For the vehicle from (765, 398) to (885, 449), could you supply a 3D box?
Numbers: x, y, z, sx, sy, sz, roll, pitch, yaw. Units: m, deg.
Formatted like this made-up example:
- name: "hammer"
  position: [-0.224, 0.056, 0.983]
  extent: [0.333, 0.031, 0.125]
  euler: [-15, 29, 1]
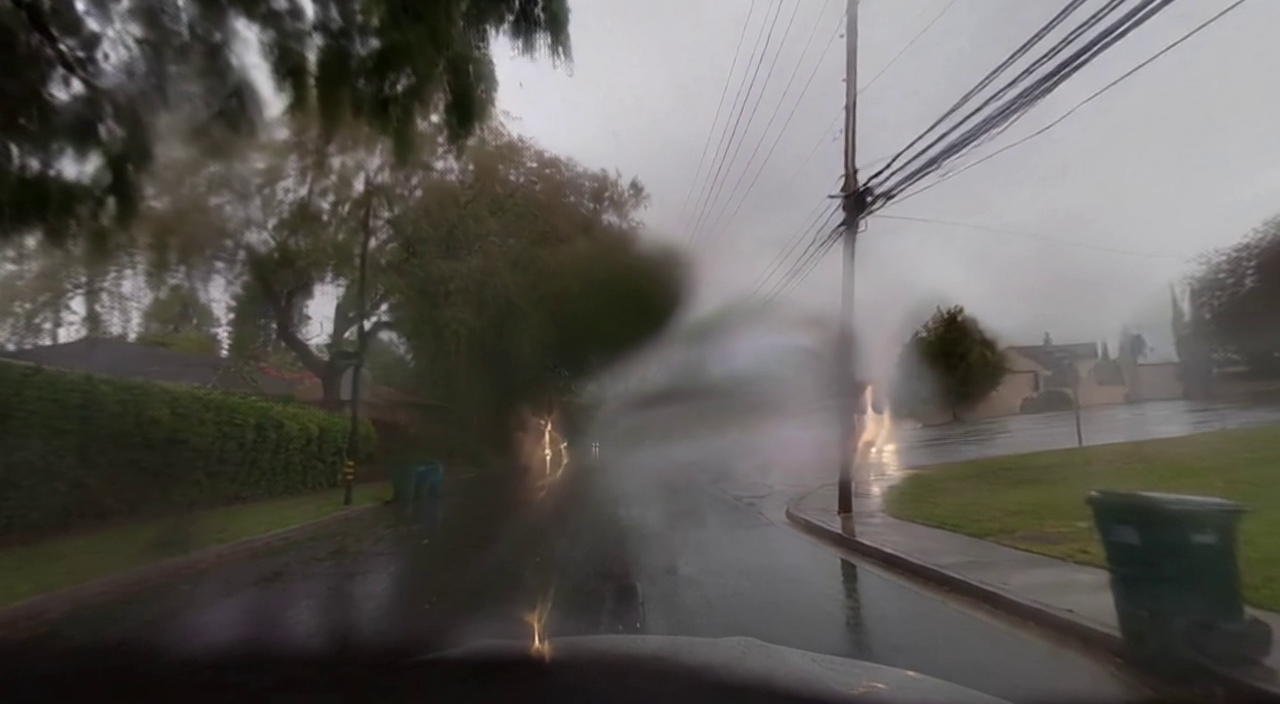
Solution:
- name: "vehicle"
  position: [7.876, 3.105, 26.898]
  extent: [4.780, 1.984, 1.896]
  euler: [4, -9, -24]
